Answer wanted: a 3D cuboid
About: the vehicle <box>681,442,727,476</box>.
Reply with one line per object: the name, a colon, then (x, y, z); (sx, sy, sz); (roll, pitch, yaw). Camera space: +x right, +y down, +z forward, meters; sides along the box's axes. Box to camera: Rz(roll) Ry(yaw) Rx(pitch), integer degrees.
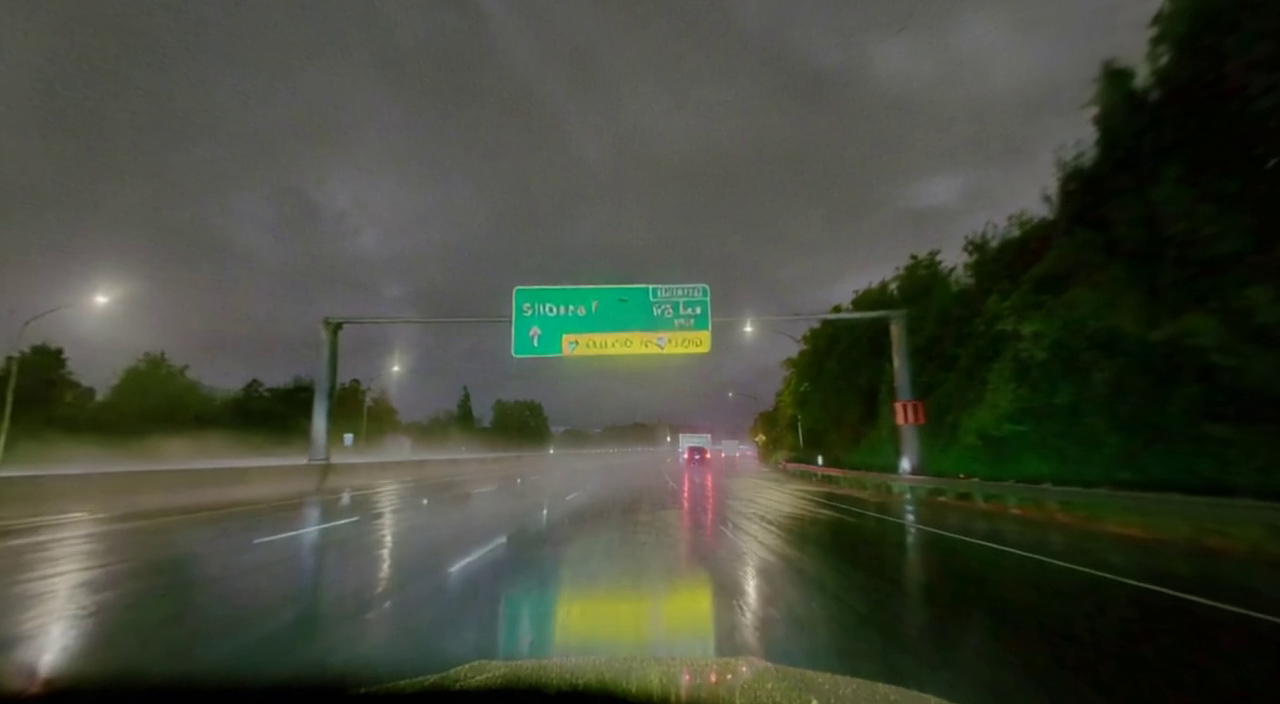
vehicle: (3.680, 6.232, 36.804); (2.225, 1.833, 4.340); (0, -9, 0)
